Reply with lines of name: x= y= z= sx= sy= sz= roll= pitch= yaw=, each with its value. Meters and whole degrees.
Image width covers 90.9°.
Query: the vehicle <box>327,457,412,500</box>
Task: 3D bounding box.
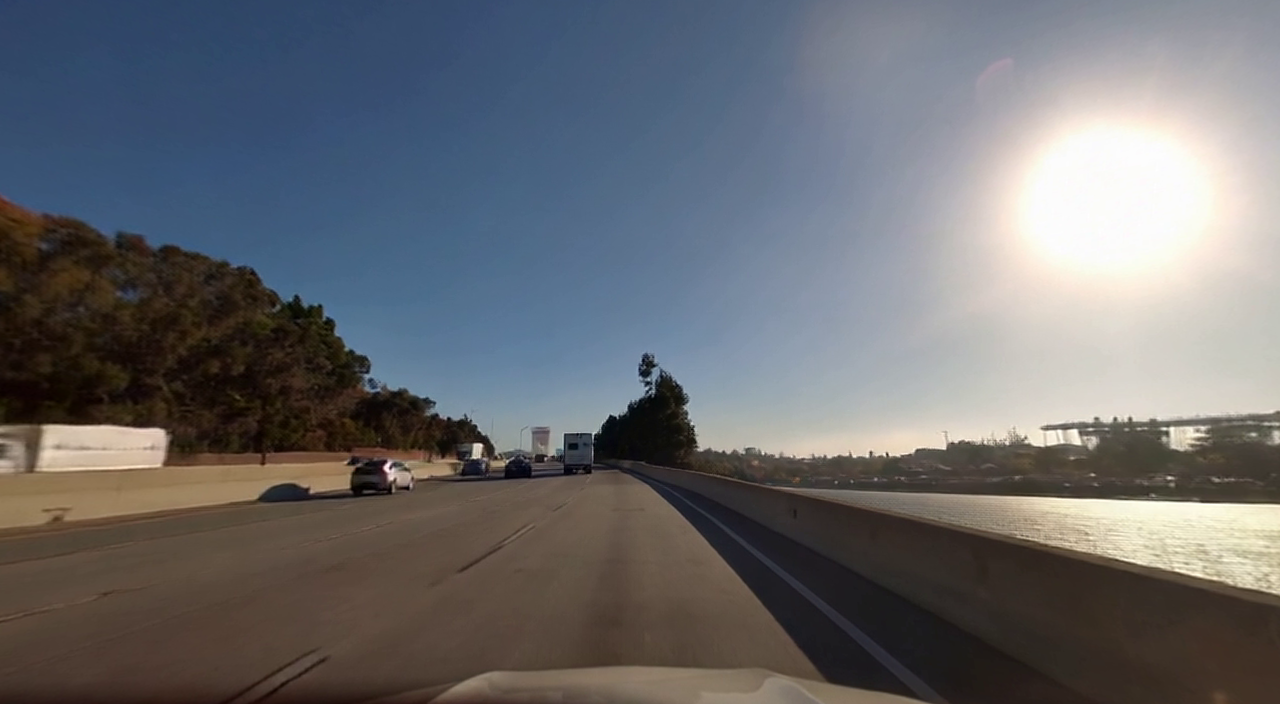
vehicle: x=-12.501 y=5.844 z=29.514 sx=2.005 sy=1.774 sz=4.610 roll=0 pitch=-9 yaw=-1

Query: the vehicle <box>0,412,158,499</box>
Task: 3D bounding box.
vehicle: x=-25.195 y=4.420 z=27.317 sx=2.618 sy=3.213 sz=7.693 roll=0 pitch=-9 yaw=-2
